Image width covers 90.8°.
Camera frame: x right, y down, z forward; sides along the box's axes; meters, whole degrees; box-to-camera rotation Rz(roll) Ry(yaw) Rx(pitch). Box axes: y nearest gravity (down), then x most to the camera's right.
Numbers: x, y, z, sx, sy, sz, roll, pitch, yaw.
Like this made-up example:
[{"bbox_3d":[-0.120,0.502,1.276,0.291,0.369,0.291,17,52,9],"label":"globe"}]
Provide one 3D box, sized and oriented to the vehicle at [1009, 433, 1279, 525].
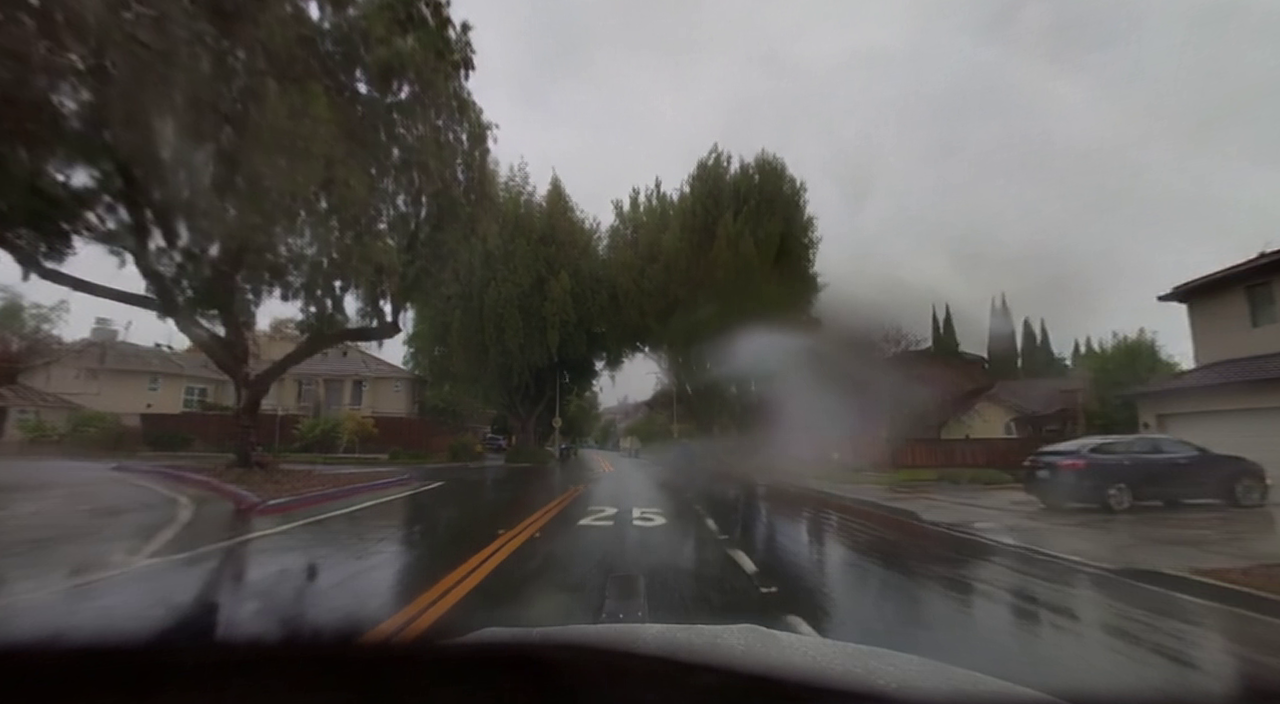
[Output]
[{"bbox_3d":[10.811,2.670,13.609,4.453,1.590,1.861,-3,-6,2],"label":"vehicle"}]
